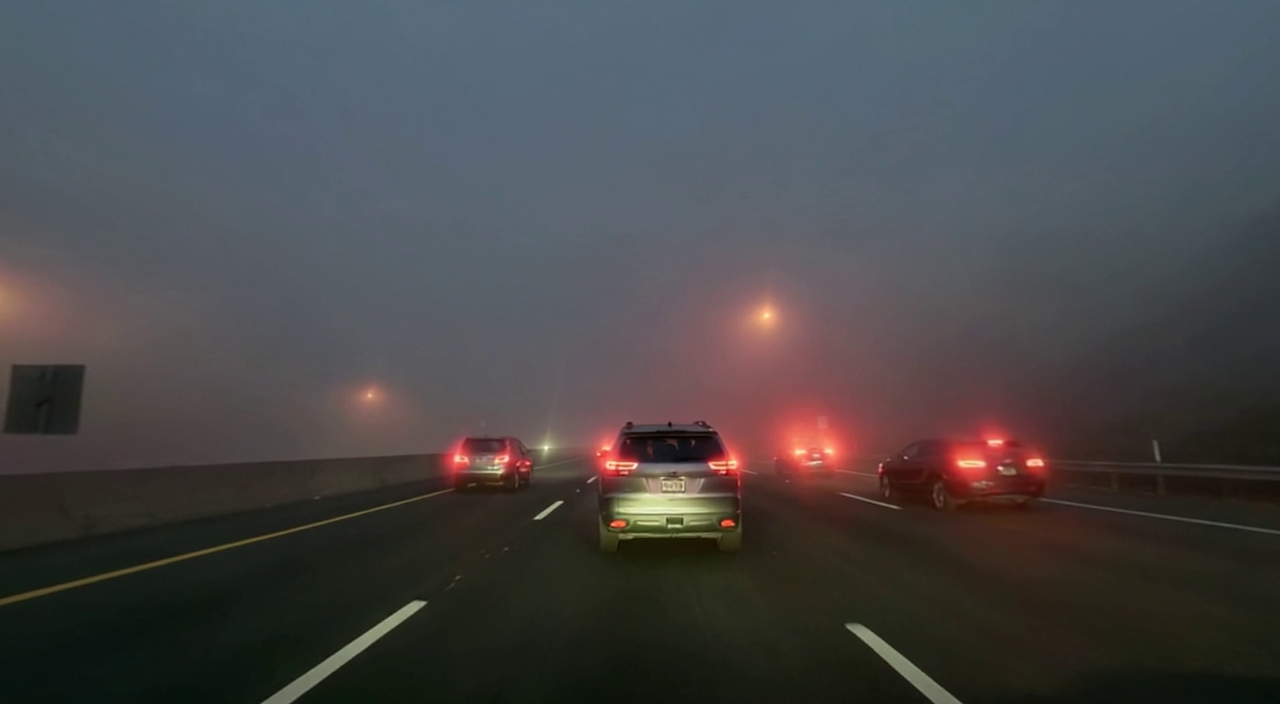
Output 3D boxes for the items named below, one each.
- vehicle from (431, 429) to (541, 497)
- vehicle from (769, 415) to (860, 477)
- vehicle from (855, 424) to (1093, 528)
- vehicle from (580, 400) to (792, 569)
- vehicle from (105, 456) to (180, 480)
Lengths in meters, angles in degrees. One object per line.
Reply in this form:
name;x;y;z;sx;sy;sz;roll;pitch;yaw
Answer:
vehicle;-4.400;3.259;18.827;2.047;1.755;4.638;0;-9;1
vehicle;7.705;4.292;28.596;2.390;2.503;5.788;0;-9;0
vehicle;6.131;2.329;12.352;1.972;1.647;4.429;1;-9;-4
vehicle;0.341;1.691;8.656;2.230;1.740;3.976;1;-9;-4
vehicle;-36.217;8.450;45.990;1.898;1.623;4.263;0;-9;1
